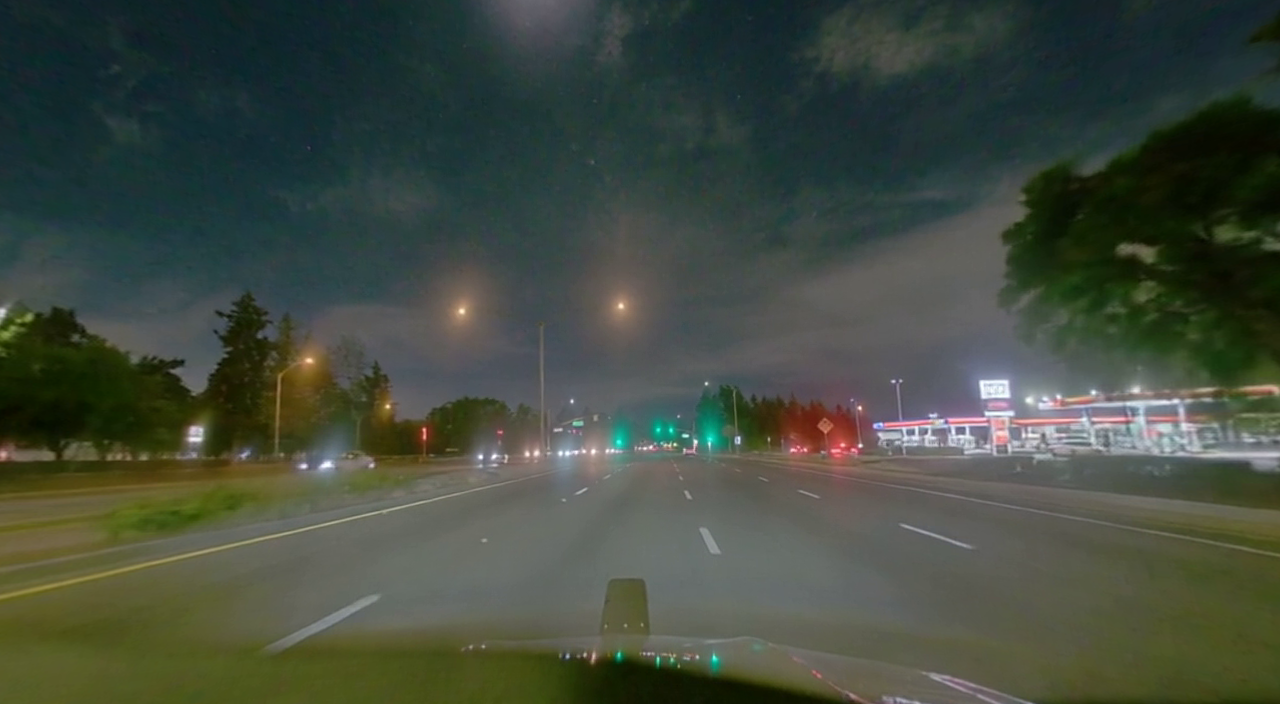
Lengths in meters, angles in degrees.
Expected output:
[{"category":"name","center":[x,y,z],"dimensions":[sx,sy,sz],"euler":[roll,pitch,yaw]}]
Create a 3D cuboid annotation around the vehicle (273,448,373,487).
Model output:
[{"category":"vehicle","center":[-13.770,4.994,27.696],"dimensions":[1.927,1.526,4.245],"euler":[-1,-8,5]}]
